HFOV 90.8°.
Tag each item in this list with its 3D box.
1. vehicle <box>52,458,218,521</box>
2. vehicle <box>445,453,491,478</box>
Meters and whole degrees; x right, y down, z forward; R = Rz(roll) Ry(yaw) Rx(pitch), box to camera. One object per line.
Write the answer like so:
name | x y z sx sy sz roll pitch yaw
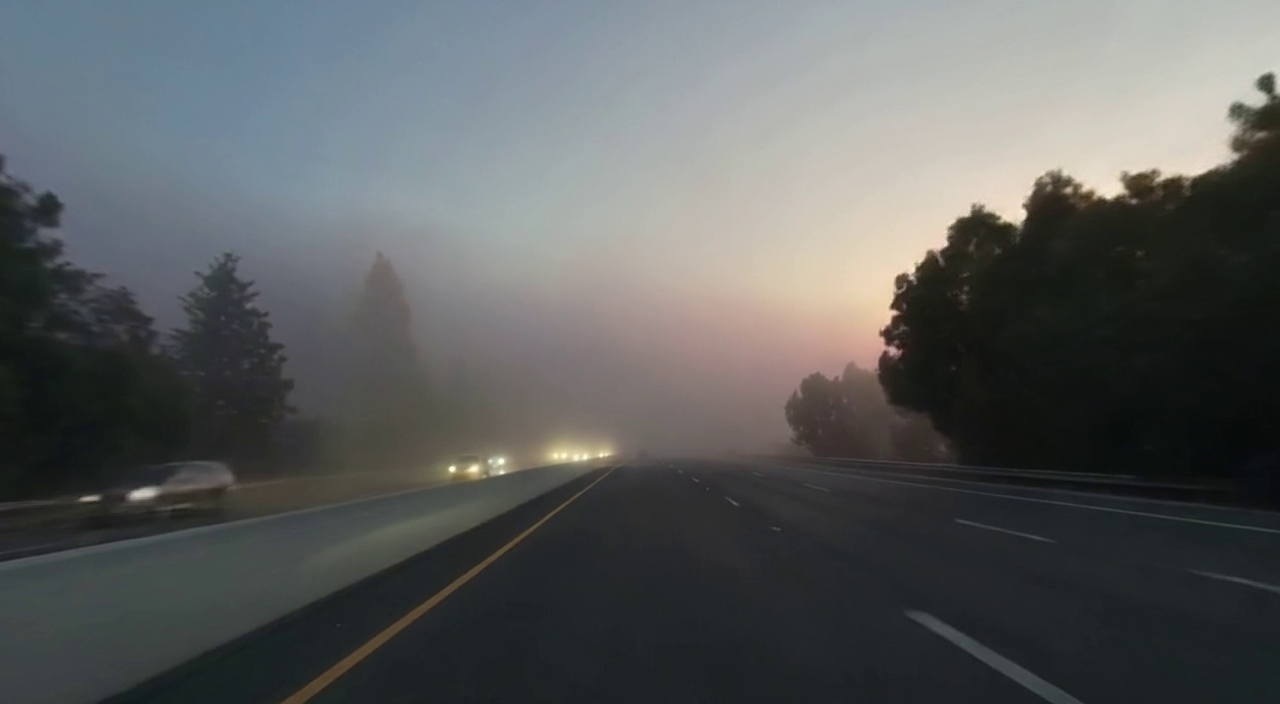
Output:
vehicle | -16.931 4.585 21.520 1.978 1.817 4.338 0 -9 0
vehicle | -12.025 7.947 44.311 1.965 1.625 4.322 0 -9 1
